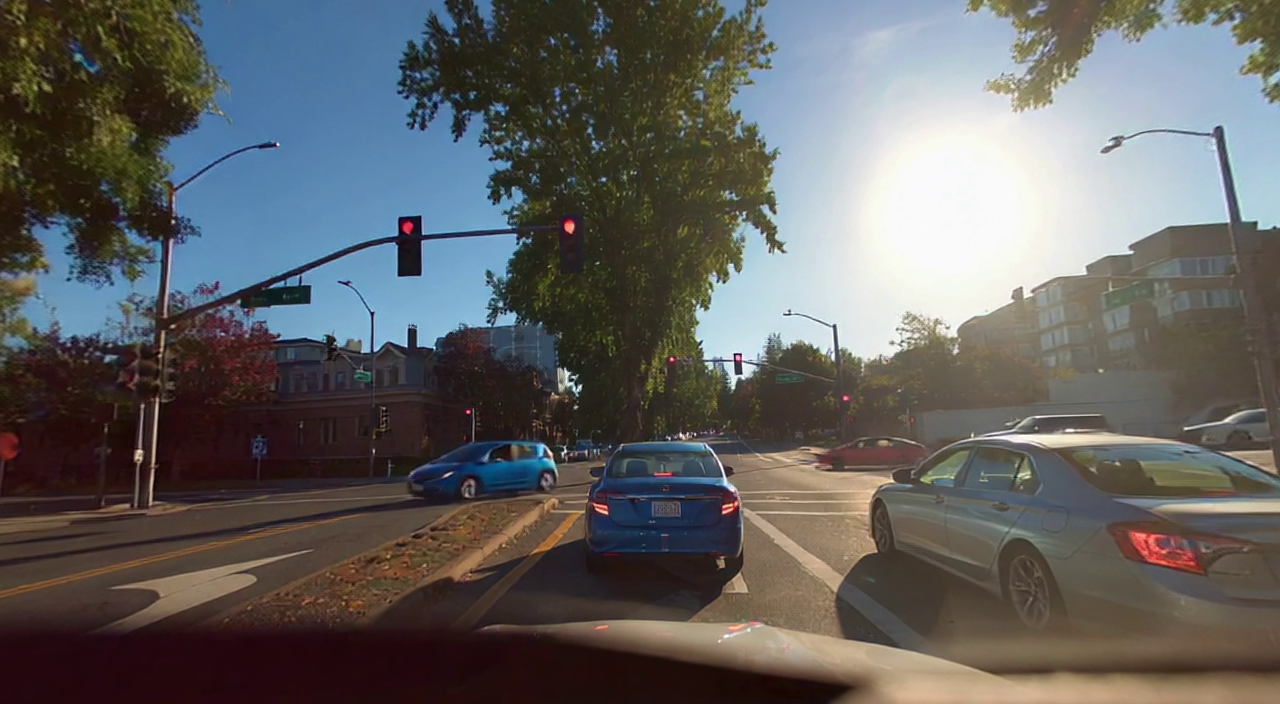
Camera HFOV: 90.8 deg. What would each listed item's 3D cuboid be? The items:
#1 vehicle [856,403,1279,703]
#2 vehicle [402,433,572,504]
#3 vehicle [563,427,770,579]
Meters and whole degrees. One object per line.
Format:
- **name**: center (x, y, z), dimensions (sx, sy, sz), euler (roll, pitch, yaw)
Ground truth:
- **vehicle**: center (3.661, 1.341, 5.445), dimensions (1.888, 1.486, 4.681), euler (0, -9, -1)
- **vehicle**: center (-4.117, 3.206, 17.848), dimensions (1.996, 1.705, 4.577), euler (-5, -10, 30)
- **vehicle**: center (0.303, 1.818, 8.334), dimensions (2.090, 1.505, 3.756), euler (-1, -9, 1)
